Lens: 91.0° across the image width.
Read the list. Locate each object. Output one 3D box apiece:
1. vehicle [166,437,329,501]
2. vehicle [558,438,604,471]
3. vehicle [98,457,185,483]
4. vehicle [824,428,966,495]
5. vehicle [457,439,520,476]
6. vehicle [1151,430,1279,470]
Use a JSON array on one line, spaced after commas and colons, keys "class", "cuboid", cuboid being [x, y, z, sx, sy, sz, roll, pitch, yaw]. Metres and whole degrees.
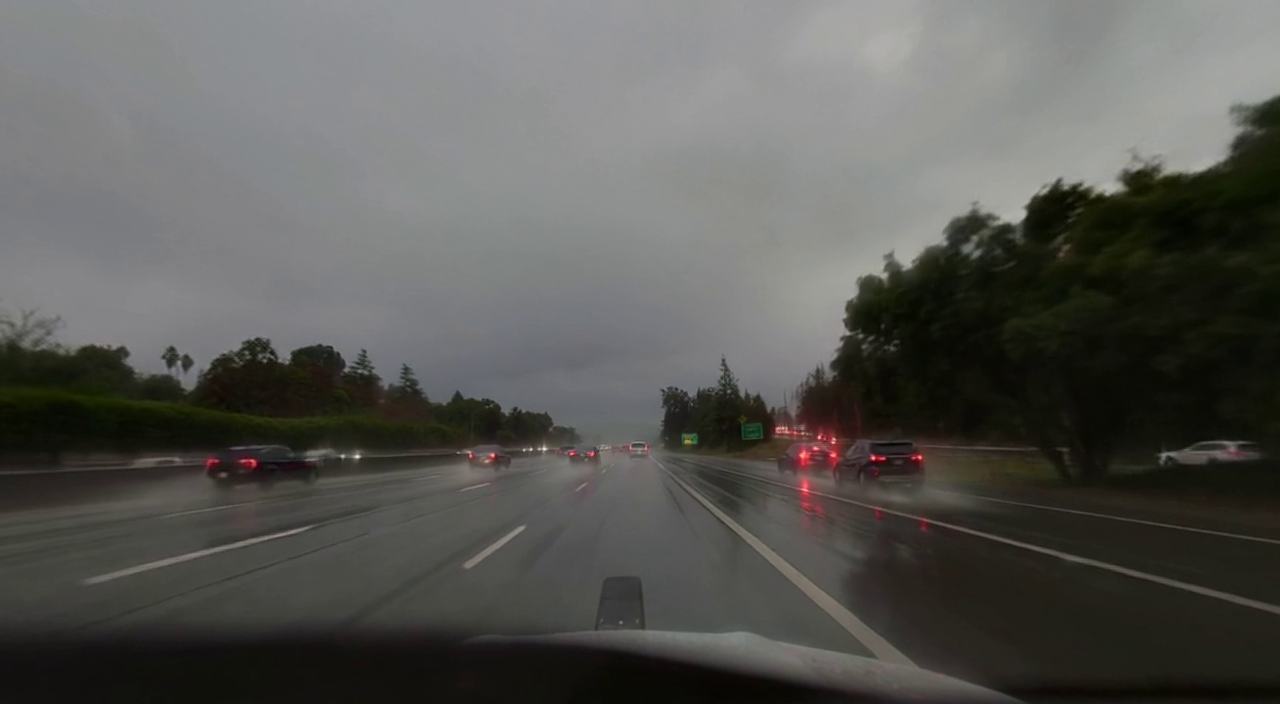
[{"class": "vehicle", "cuboid": [-11.263, 3.371, 18.534, 1.958, 1.633, 4.302, 0, -9, 0]}, {"class": "vehicle", "cuboid": [-3.701, 6.514, 40.218, 2.288, 1.962, 5.119, 0, -9, 2]}, {"class": "vehicle", "cuboid": [-32.191, 7.617, 40.859, 1.870, 1.519, 4.617, 0, -9, 1]}, {"class": "vehicle", "cuboid": [7.678, 3.359, 19.653, 2.259, 1.816, 4.862, 0, -9, -2]}, {"class": "vehicle", "cuboid": [-7.722, 5.422, 32.541, 2.087, 1.755, 4.457, 0, -9, 0]}, {"class": "vehicle", "cuboid": [27.666, 4.685, 30.181, 2.051, 1.728, 4.927, 1, -9, -2]}]
